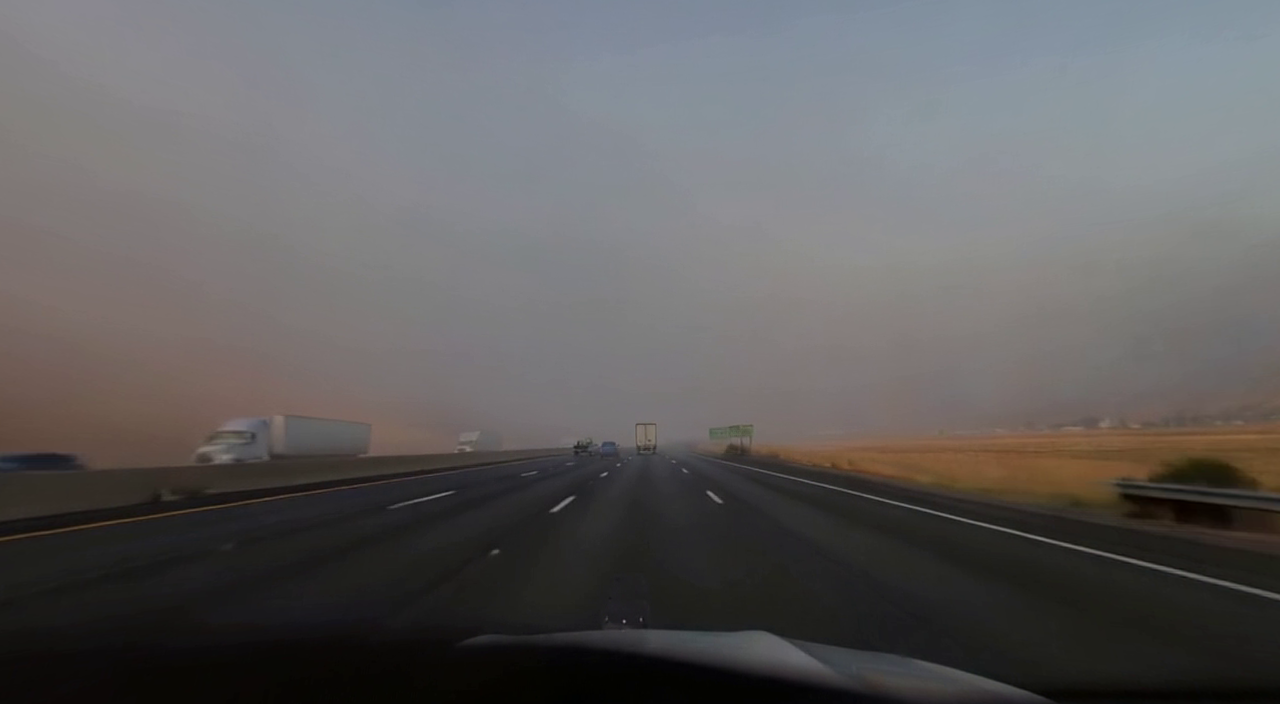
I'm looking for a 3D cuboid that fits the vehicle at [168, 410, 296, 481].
[{"bbox_3d":[-24.755,5.740,38.853,3.008,3.898,7.060,0,-8,0],"label":"vehicle"}]
